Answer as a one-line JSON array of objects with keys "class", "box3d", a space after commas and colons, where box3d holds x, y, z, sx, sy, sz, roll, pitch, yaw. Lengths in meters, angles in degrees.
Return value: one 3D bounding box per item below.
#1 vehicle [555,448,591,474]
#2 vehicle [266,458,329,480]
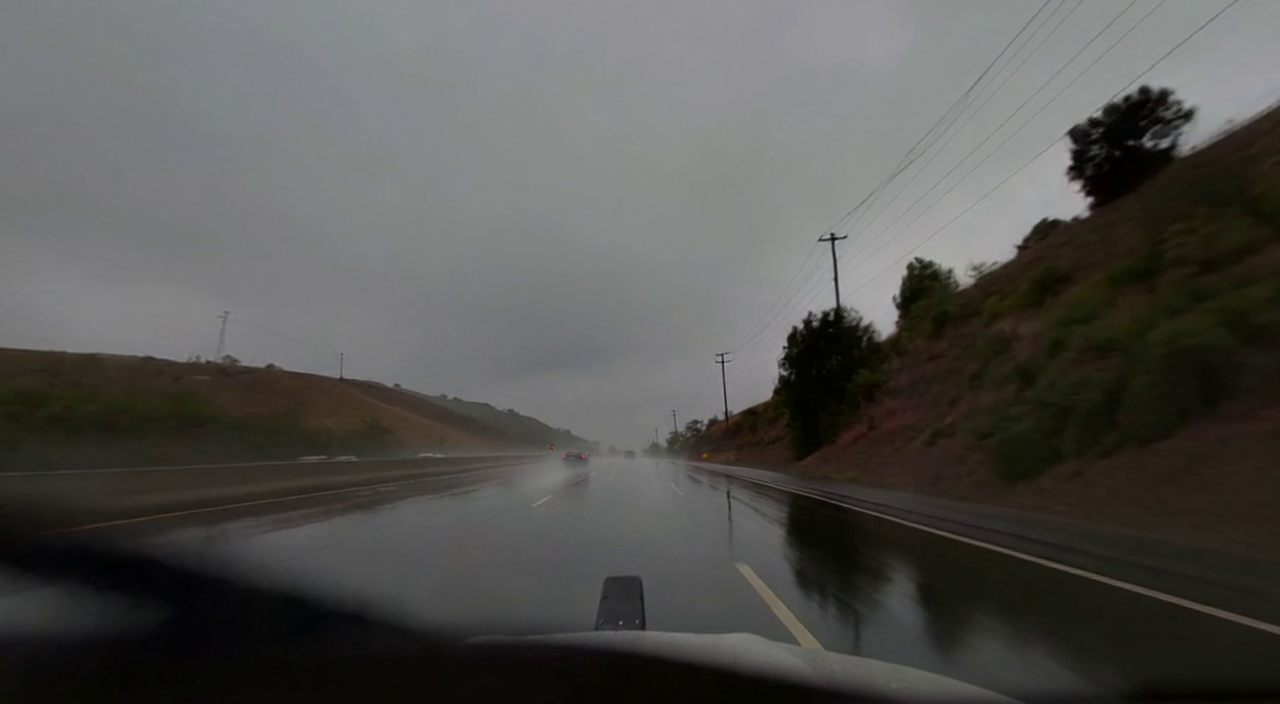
[{"class": "vehicle", "box3d": [-4.246, 6.970, 40.570, 1.924, 1.511, 4.079, 0, -9, 0]}, {"class": "vehicle", "box3d": [-25.750, 8.786, 47.658, 2.040, 1.498, 4.714, -1, -9, 1]}]
